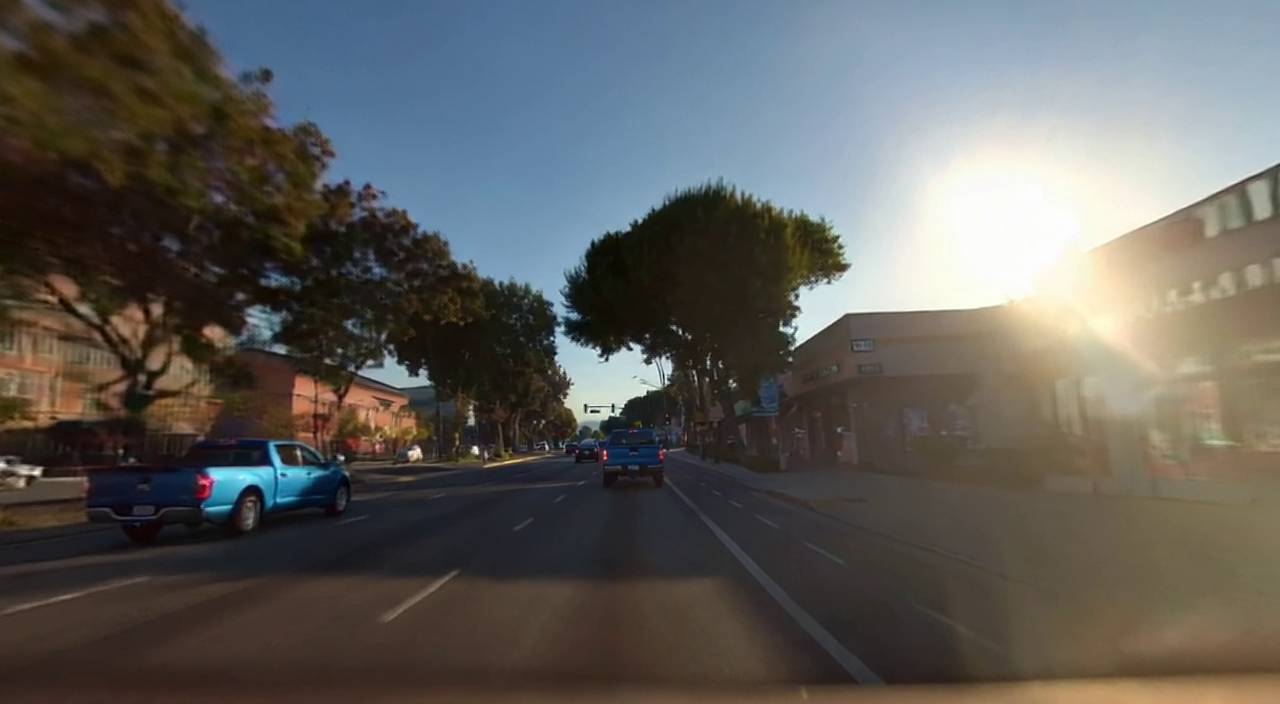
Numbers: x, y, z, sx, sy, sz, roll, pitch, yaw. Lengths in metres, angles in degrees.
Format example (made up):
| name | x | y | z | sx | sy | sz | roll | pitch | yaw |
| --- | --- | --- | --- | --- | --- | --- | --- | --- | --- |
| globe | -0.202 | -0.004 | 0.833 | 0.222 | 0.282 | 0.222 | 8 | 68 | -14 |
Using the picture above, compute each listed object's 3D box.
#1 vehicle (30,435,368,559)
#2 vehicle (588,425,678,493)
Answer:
| name | x | y | z | sx | sy | sz | roll | pitch | yaw |
| --- | --- | --- | --- | --- | --- | --- | --- | --- | --- |
| vehicle | -6.152 | 2.040 | 9.714 | 1.888 | 1.424 | 4.553 | 0 | -8 | 1 |
| vehicle | -0.249 | 3.508 | 21.153 | 2.590 | 1.932 | 5.776 | 0 | -8 | -1 |
